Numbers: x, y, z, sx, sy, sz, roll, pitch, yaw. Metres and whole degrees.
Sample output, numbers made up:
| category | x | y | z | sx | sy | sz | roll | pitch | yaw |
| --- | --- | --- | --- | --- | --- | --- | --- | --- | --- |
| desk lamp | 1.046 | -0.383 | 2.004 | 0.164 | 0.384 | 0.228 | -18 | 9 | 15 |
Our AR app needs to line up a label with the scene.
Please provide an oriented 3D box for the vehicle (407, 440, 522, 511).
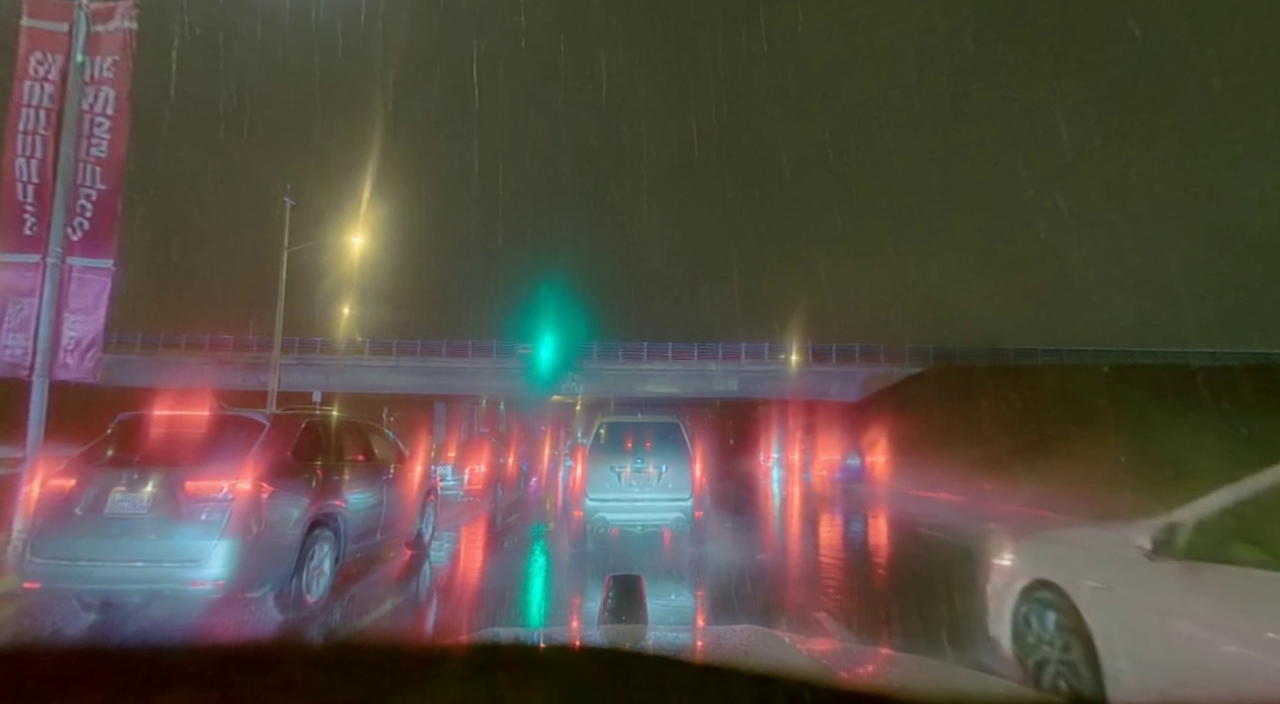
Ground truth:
| category | x | y | z | sx | sy | sz | roll | pitch | yaw |
| --- | --- | --- | --- | --- | --- | --- | --- | --- | --- |
| vehicle | -4.154 | 2.946 | 15.426 | 1.797 | 1.505 | 3.506 | 0 | -9 | 0 |

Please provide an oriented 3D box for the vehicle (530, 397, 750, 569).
| category | x | y | z | sx | sy | sz | roll | pitch | yaw |
| --- | --- | --- | --- | --- | --- | --- | --- | --- | --- |
| vehicle | -0.084 | 1.765 | 9.210 | 2.409 | 1.864 | 4.471 | 0 | -9 | -2 |

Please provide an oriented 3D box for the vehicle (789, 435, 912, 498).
| category | x | y | z | sx | sy | sz | roll | pitch | yaw |
| --- | --- | --- | --- | --- | --- | --- | --- | --- | --- |
| vehicle | 6.420 | 3.527 | 19.827 | 2.191 | 1.730 | 4.658 | 0 | -9 | -1 |

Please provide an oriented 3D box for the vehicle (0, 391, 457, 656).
| category | x | y | z | sx | sy | sz | roll | pitch | yaw |
| --- | --- | --- | --- | --- | --- | --- | --- | --- | --- |
| vehicle | -3.502 | 1.431 | 6.279 | 2.039 | 1.709 | 4.265 | 0 | -9 | 0 |

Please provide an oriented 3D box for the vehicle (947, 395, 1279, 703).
| category | x | y | z | sx | sy | sz | roll | pitch | yaw |
| --- | --- | --- | --- | --- | --- | --- | --- | --- | --- |
| vehicle | 2.984 | 0.784 | 1.282 | 2.228 | 1.472 | 4.939 | 0 | -9 | 0 |
